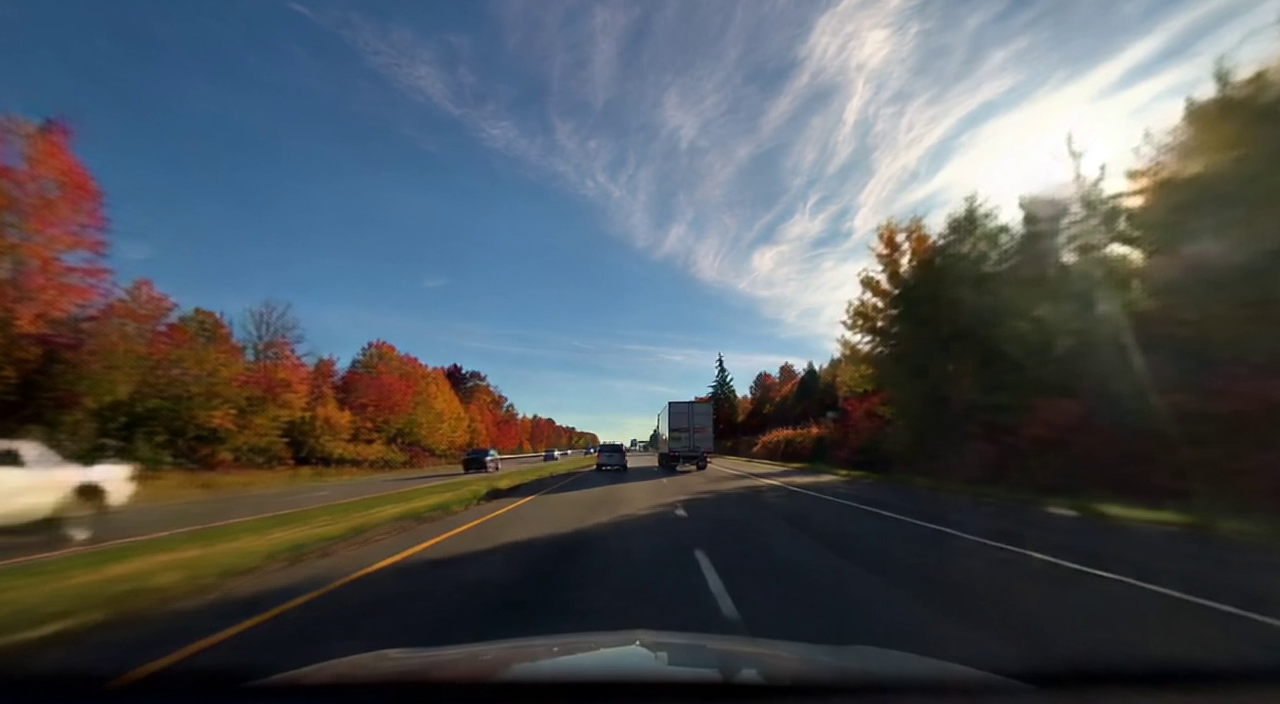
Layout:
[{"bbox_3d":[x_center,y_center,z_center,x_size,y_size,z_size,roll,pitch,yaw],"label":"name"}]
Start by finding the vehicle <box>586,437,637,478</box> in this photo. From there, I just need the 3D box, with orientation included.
[{"bbox_3d":[-1.213,4.791,28.645,2.151,1.693,4.201,0,-9,0],"label":"vehicle"}]

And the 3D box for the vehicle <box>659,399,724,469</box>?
[{"bbox_3d":[3.197,5.758,43.048,3.068,4.042,13.787,0,-9,-1],"label":"vehicle"}]

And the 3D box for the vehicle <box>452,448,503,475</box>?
[{"bbox_3d":[-9.733,6.572,37.951,1.890,1.505,4.484,0,-9,0],"label":"vehicle"}]
